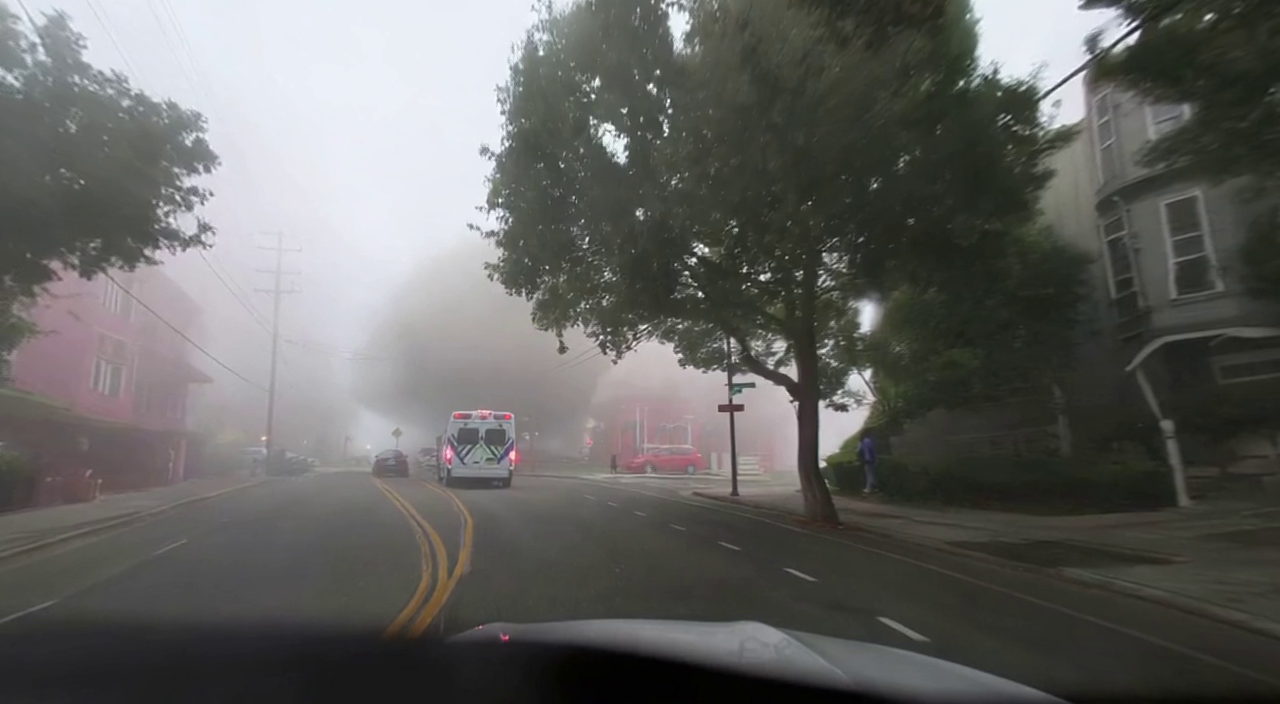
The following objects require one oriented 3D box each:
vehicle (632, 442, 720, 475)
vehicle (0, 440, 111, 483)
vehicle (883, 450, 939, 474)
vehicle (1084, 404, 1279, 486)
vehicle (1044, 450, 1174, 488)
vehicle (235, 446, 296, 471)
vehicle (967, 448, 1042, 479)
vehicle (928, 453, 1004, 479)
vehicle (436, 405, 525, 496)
[{"bbox_3d":[2.254,6.822,40.587,5.270,1.966,2.329,0,-8,-6],"label":"vehicle"},{"bbox_3d":[-26.611,4.646,26.650,5.910,1.681,2.579,3,-12,-22],"label":"vehicle"},{"bbox_3d":[19.931,8.073,46.630,1.899,1.635,4.603,0,-8,-2],"label":"vehicle"},{"bbox_3d":[25.435,4.343,29.205,2.934,3.217,7.956,1,-10,-11],"label":"vehicle"},{"bbox_3d":[20.449,5.093,27.850,1.805,1.420,4.603,-1,-8,-7],"label":"vehicle"},{"bbox_3d":[-28.045,7.938,47.258,4.502,1.810,2.056,-6,-10,33],"label":"vehicle"},{"bbox_3d":[23.046,7.045,40.154,1.894,1.784,4.355,0,-8,-4],"label":"vehicle"},{"bbox_3d":[20.487,7.154,39.982,1.861,1.470,4.867,1,-8,-6],"label":"vehicle"},{"bbox_3d":[-5.547,3.311,21.451,2.444,2.640,5.482,2,-9,-18],"label":"vehicle"}]
